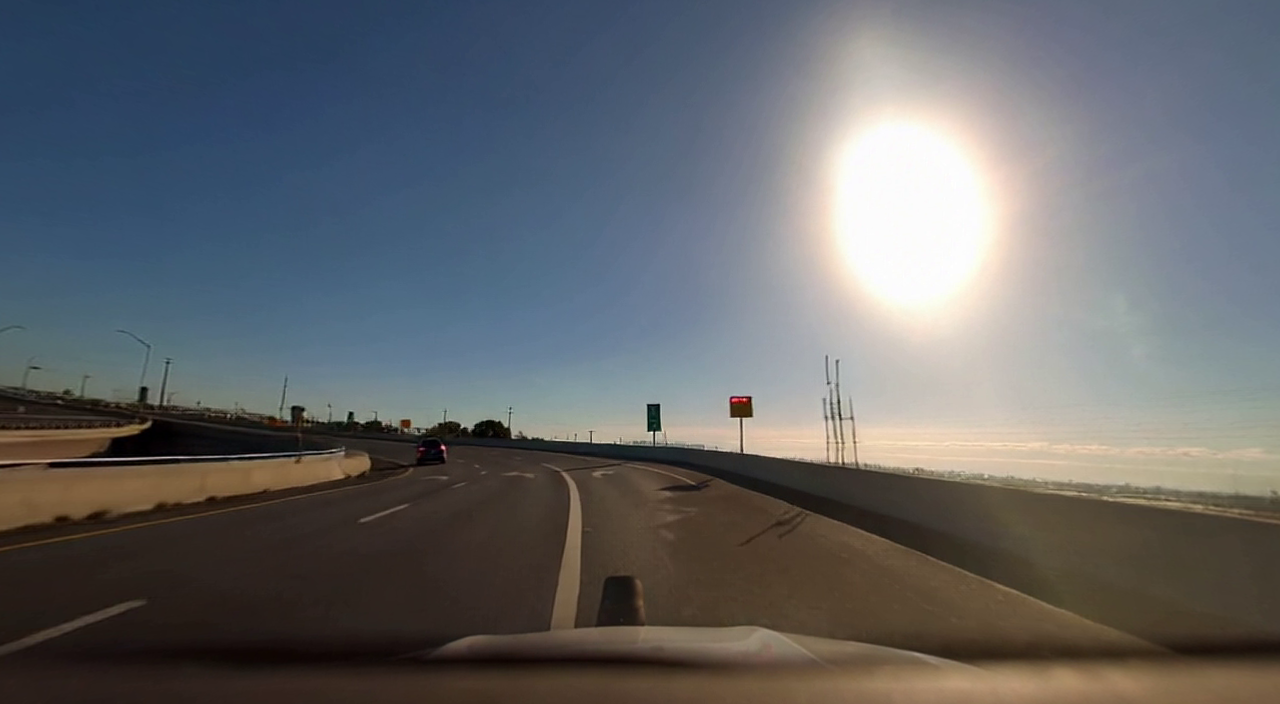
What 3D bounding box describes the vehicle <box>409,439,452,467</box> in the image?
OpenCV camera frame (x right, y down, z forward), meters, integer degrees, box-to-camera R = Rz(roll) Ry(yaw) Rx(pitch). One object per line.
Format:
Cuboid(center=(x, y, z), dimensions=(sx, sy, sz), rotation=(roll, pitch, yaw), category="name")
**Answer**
Cuboid(center=(-12.539, 6.035, 37.910), dimensions=(2.234, 1.588, 4.484), rotation=(2, -9, -16), category="vehicle")
